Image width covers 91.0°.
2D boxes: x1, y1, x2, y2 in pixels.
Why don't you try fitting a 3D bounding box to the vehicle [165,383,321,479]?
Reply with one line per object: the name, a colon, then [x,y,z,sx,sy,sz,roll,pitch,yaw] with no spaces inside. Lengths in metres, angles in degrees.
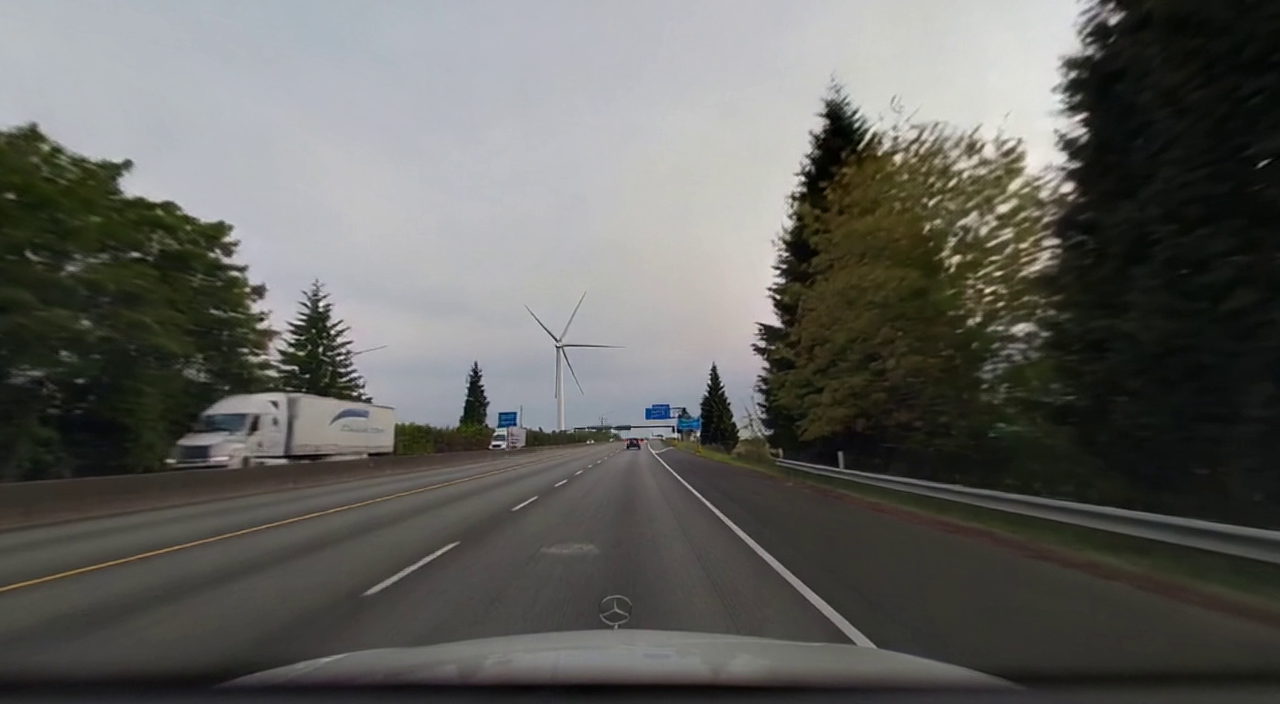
vehicle: [-17.283,3.563,28.020,2.995,3.776,5.874,0,-8,-1]
